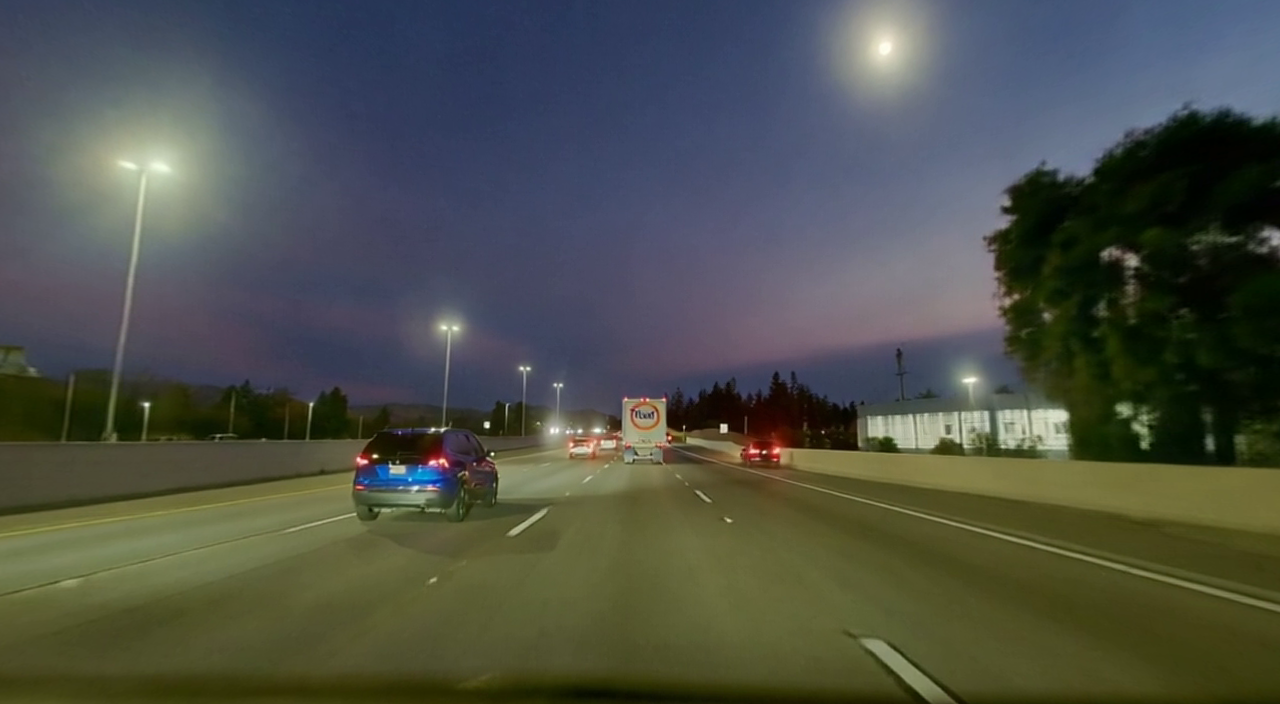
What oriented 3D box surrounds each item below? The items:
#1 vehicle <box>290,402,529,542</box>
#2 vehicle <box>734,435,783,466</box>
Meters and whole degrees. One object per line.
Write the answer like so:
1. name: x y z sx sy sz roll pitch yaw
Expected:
1. vehicle: -3.471 1.942 10.772 2.178 1.826 4.933 0 -9 0
2. vehicle: 6.816 5.729 36.566 1.958 1.681 4.109 0 -9 -1
